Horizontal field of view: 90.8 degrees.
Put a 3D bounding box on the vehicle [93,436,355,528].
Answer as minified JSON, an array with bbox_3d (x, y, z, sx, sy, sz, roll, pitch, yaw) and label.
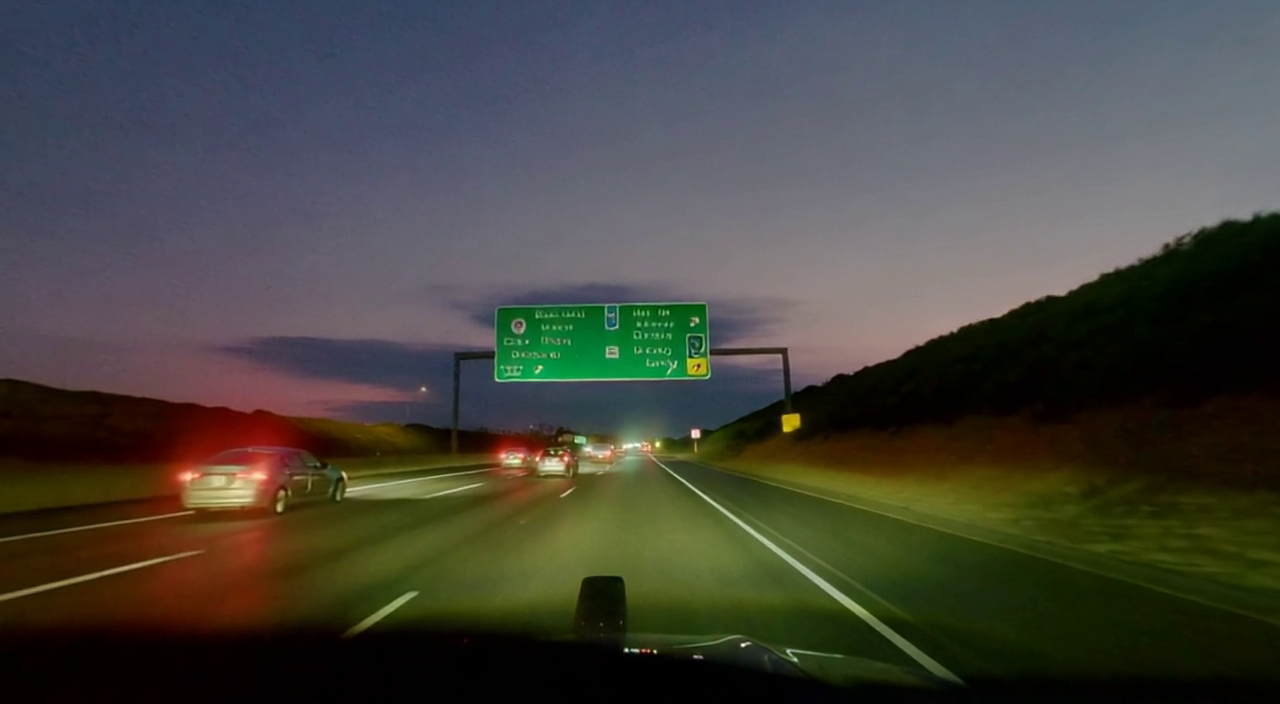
[{"bbox_3d":[-7.936,2.511,12.792,2.009,1.500,4.741,0,-9,1],"label":"vehicle"}]

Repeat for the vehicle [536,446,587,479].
[{"bbox_3d":[-3.579,5.124,29.453,1.924,1.436,3.915,0,-9,0],"label":"vehicle"}]

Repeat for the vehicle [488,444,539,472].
[{"bbox_3d":[-7.485,6.296,37.745,2.091,1.558,4.220,0,-9,0],"label":"vehicle"}]
